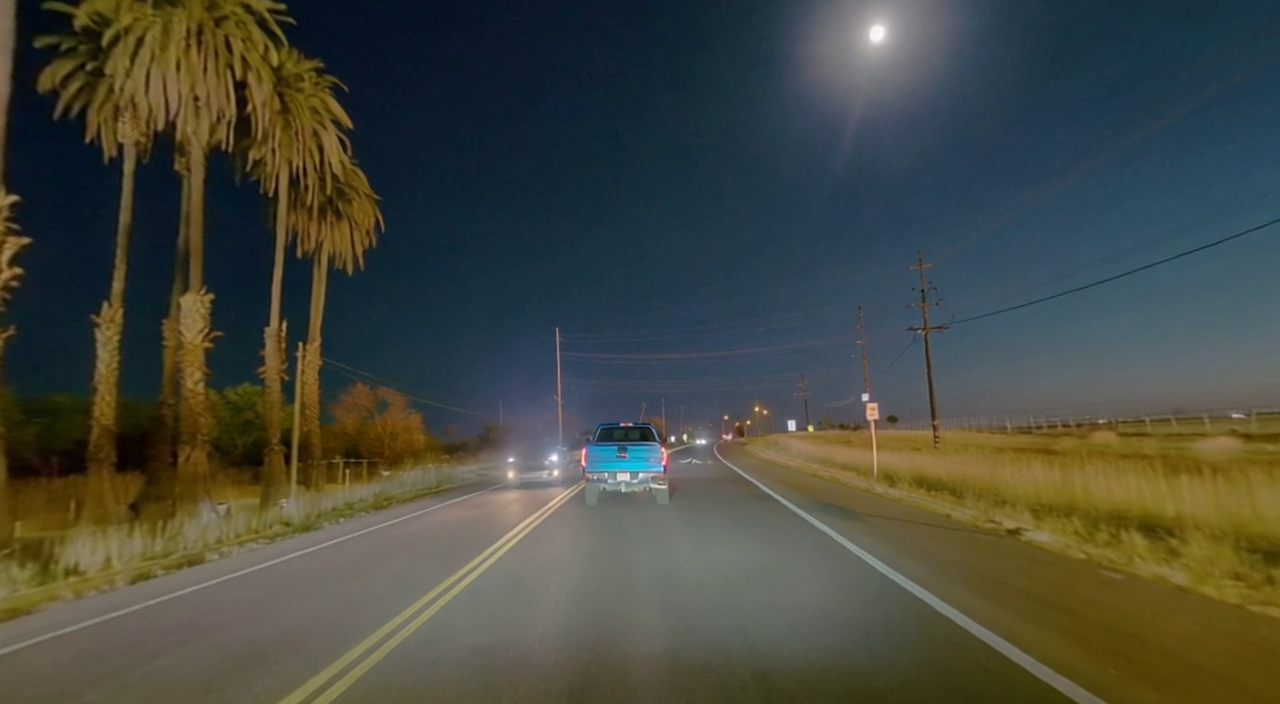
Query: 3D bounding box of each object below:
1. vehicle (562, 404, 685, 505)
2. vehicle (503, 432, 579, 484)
[{"bbox_3d":[-0.403,2.709,16.979,2.693,2.223,5.885,0,-9,-1],"label":"vehicle"},{"bbox_3d":[-4.040,4.452,26.715,2.276,1.965,5.009,0,-9,1],"label":"vehicle"}]
